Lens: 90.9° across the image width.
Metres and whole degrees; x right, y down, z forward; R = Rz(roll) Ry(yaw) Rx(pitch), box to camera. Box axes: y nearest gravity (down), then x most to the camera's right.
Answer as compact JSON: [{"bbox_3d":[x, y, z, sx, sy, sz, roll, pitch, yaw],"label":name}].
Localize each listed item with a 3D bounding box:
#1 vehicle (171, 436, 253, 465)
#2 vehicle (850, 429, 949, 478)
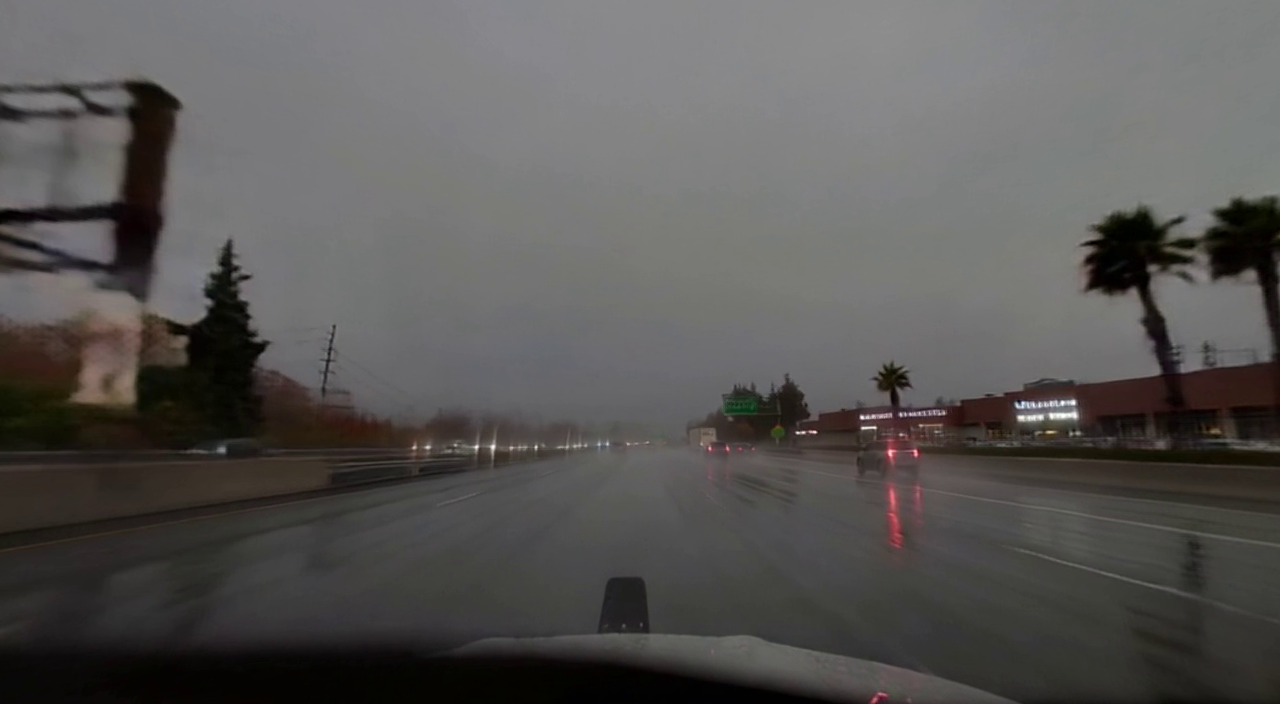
[{"bbox_3d":[-25.718,5.935,38.086,1.898,1.670,4.227,0,-8,1],"label":"vehicle"},{"bbox_3d":[10.887,4.301,26.921,2.168,1.861,4.678,0,-8,0],"label":"vehicle"}]
